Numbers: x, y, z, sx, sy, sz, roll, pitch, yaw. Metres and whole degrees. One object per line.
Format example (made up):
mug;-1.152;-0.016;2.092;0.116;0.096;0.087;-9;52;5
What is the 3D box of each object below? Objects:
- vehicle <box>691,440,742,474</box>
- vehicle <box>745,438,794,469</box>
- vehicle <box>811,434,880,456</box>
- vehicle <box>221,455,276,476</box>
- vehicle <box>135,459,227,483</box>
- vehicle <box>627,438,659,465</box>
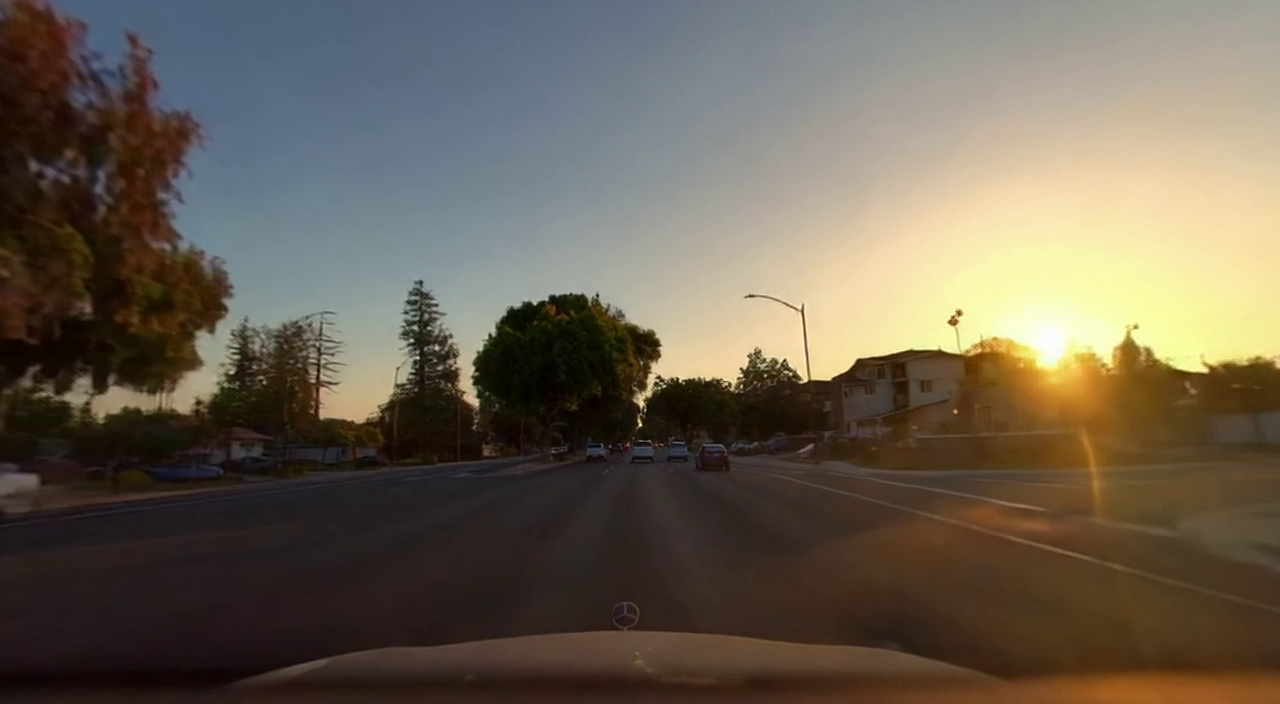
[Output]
vehicle;3.530;4.905;29.796;1.830;1.451;4.009;0;-8;-1
vehicle;7.671;6.044;37.745;1.933;1.759;3.900;0;-8;-2
vehicle;15.454;7.045;47.677;4.491;1.593;1.884;-1;-8;3
vehicle;-30.013;8.706;48.562;1.806;1.476;3.985;0;-8;-2
vehicle;-29.783;7.722;41.106;4.450;1.421;1.932;0;-8;0
vehicle;0.161;6.689;42.634;2.043;1.734;4.253;0;-8;-1
